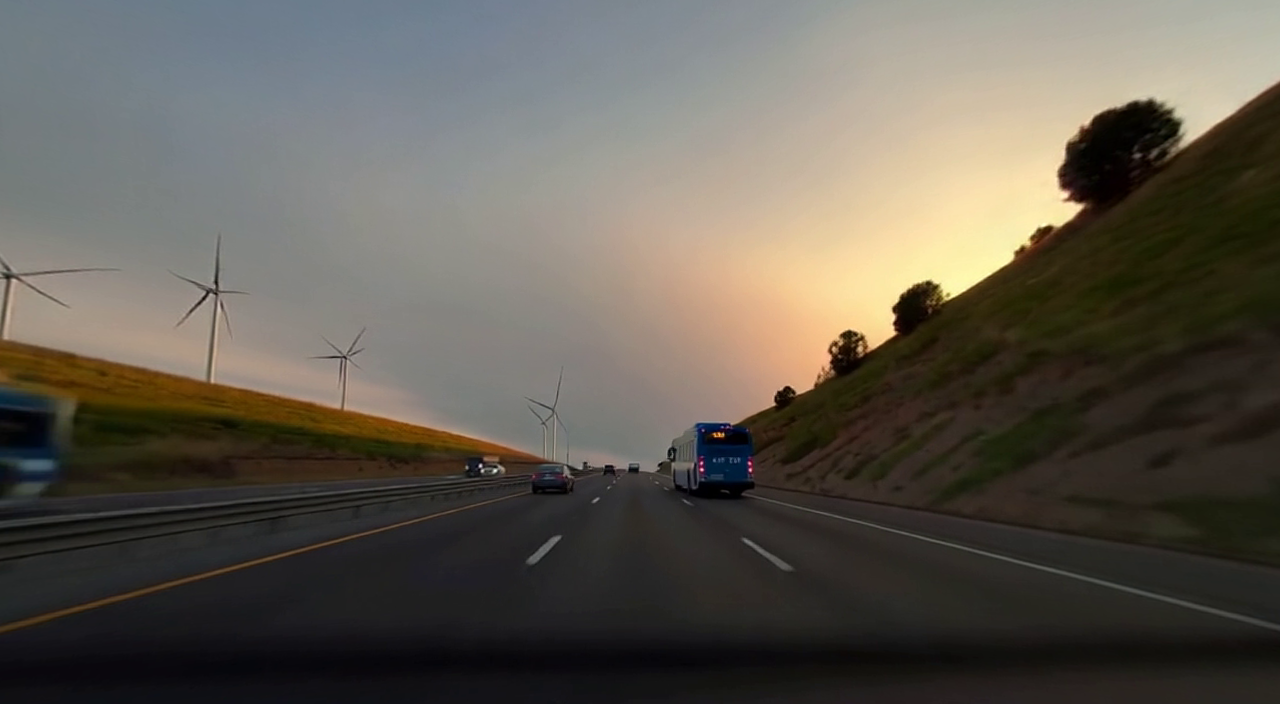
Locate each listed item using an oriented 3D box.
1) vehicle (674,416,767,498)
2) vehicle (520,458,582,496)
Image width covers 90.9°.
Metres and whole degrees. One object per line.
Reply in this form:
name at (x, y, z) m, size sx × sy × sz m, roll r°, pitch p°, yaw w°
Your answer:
vehicle at (3.985, 5.985, 35.413) m, size 2.941 × 3.574 × 14.463 m, roll 1°, pitch -10°, yaw -1°
vehicle at (-3.963, 5.677, 28.756) m, size 2.213 × 1.568 × 4.274 m, roll 1°, pitch -10°, yaw 0°
